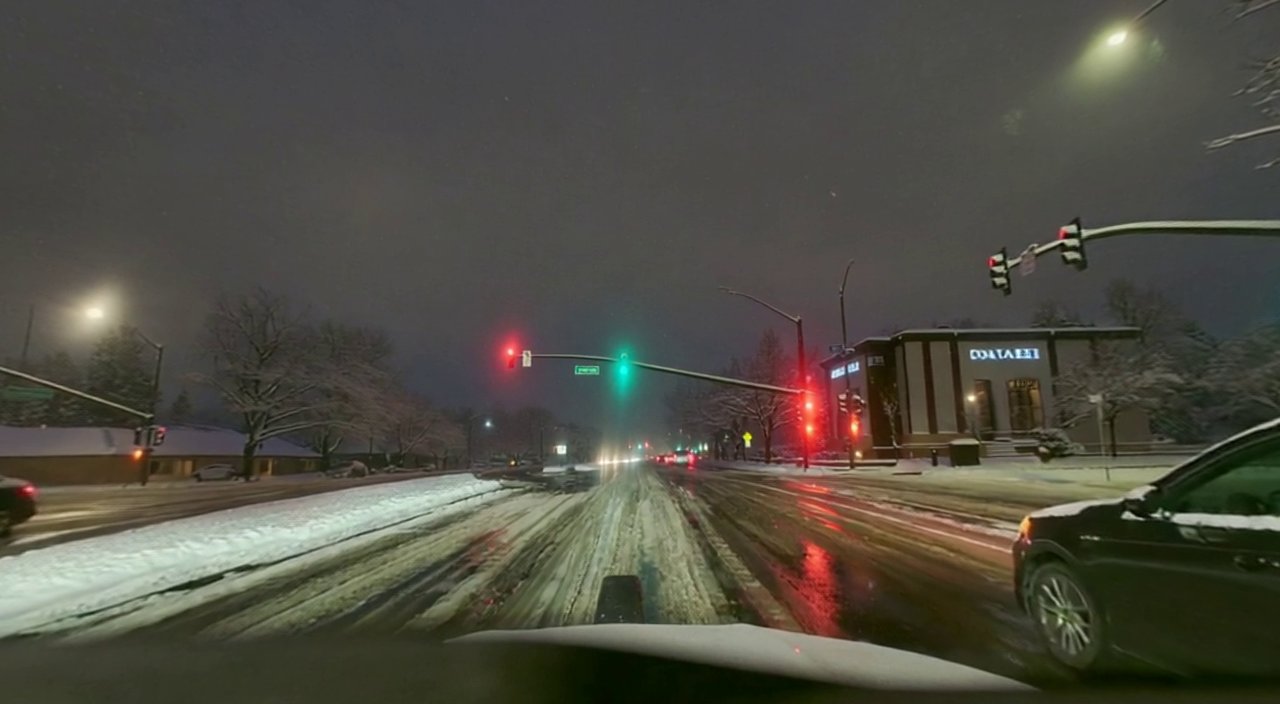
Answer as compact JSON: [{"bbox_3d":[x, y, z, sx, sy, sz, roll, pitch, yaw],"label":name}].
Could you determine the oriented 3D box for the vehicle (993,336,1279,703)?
[{"bbox_3d":[3.344,0.722,1.795,1.973,1.697,4.377,0,-8,-3],"label":"vehicle"}]
